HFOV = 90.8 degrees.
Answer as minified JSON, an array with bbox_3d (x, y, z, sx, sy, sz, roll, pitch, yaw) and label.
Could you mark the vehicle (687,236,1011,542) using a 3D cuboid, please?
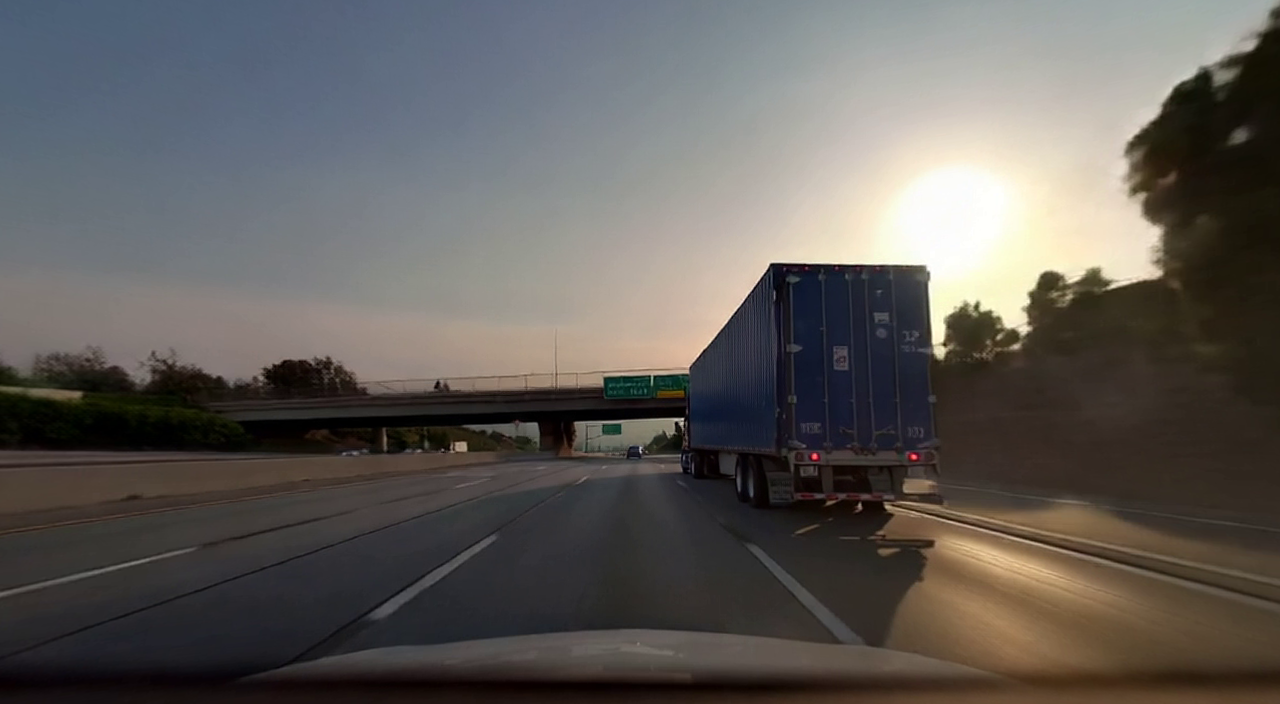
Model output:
[{"bbox_3d":[3.372,1.681,16.692,2.743,4.160,16.408,0,-9,-1],"label":"vehicle"}]
